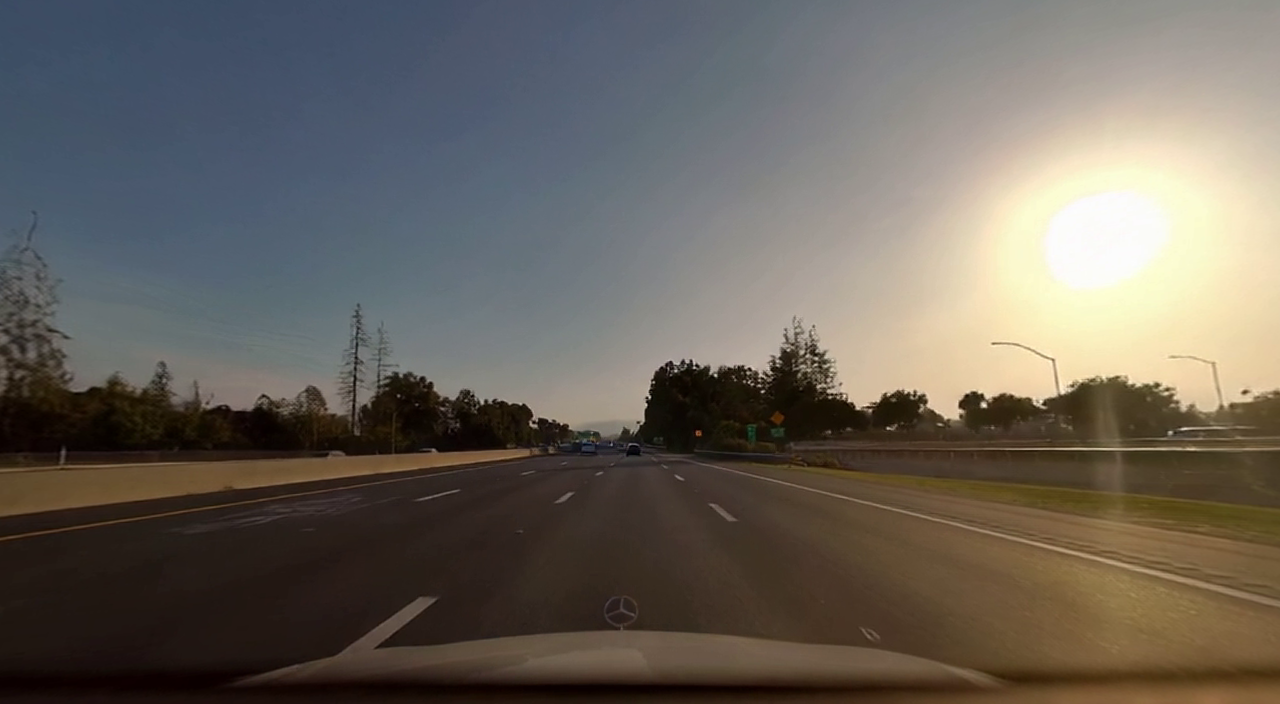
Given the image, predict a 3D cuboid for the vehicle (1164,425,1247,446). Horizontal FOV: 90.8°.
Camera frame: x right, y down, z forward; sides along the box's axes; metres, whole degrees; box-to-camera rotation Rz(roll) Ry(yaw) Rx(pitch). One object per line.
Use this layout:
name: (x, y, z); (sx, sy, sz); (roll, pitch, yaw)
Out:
vehicle: (43.664, 6.501, 48.873); (1.905, 1.549, 4.375); (6, -10, -36)
